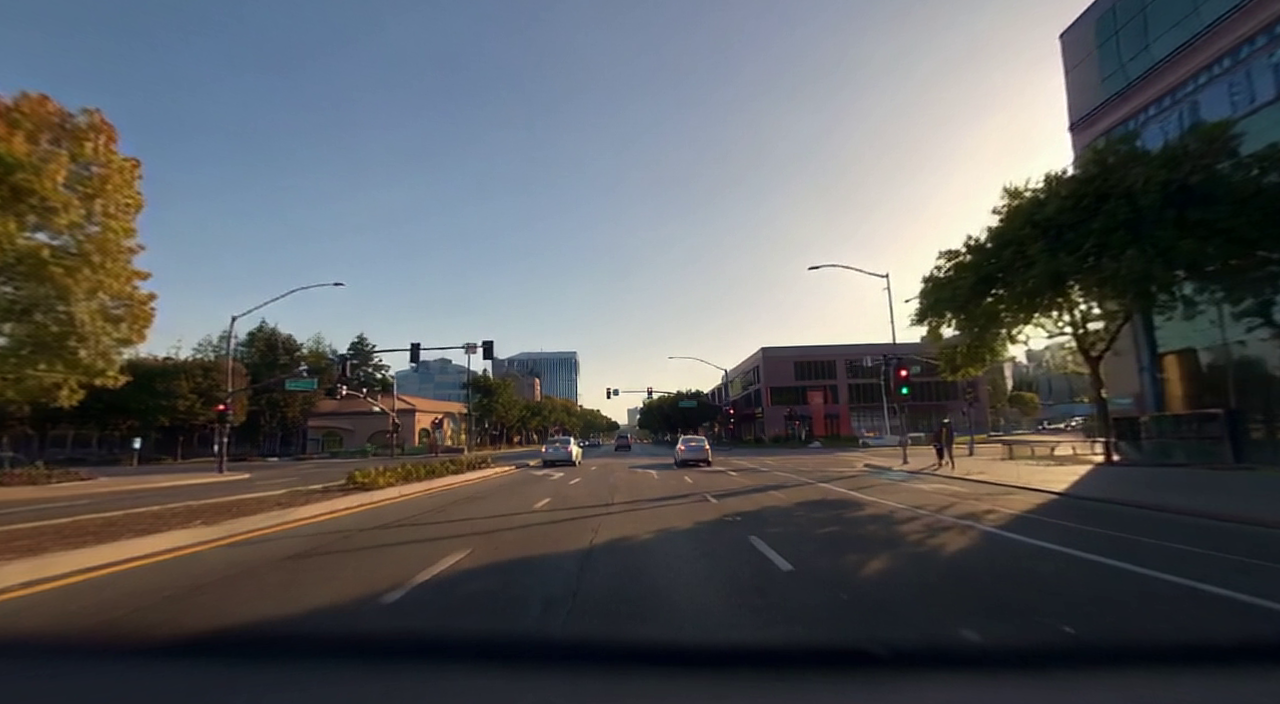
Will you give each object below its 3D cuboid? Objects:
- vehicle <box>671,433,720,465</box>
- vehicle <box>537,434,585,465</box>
[{"bbox_3d":[2.849,5.134,33.465,2.130,1.524,4.722,0,-9,0],"label":"vehicle"},{"bbox_3d":[-4.137,5.204,33.861,1.973,1.526,4.533,0,-9,0],"label":"vehicle"}]
